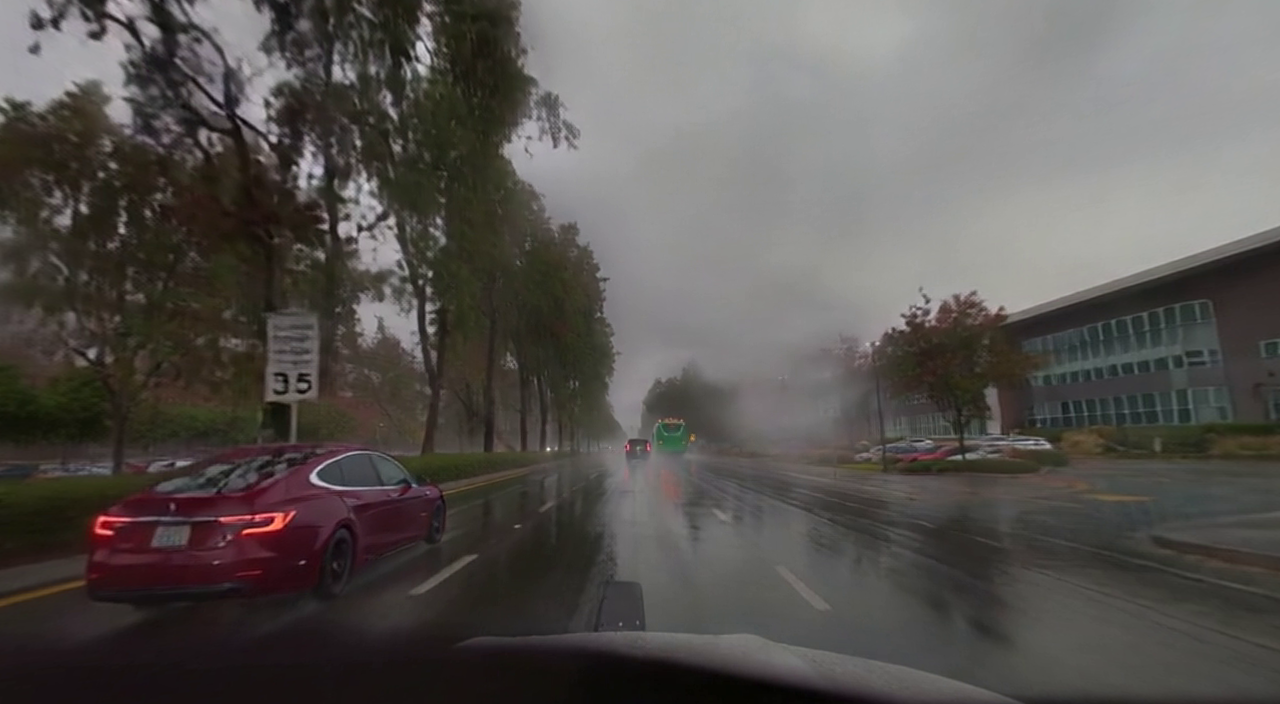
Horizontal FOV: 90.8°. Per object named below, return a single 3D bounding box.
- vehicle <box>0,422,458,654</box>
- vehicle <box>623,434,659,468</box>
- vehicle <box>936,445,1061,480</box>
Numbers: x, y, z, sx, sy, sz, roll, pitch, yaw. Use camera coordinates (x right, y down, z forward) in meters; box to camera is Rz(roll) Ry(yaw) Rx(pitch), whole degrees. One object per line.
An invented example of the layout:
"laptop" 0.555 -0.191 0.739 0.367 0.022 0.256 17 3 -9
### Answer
"vehicle" -3.595 1.548 6.415 2.120 1.481 4.535 0 -9 0
"vehicle" 0.047 6.670 42.768 2.336 2.122 5.207 0 -9 0
"vehicle" 16.611 5.123 29.437 4.682 1.507 1.878 0 -9 0
